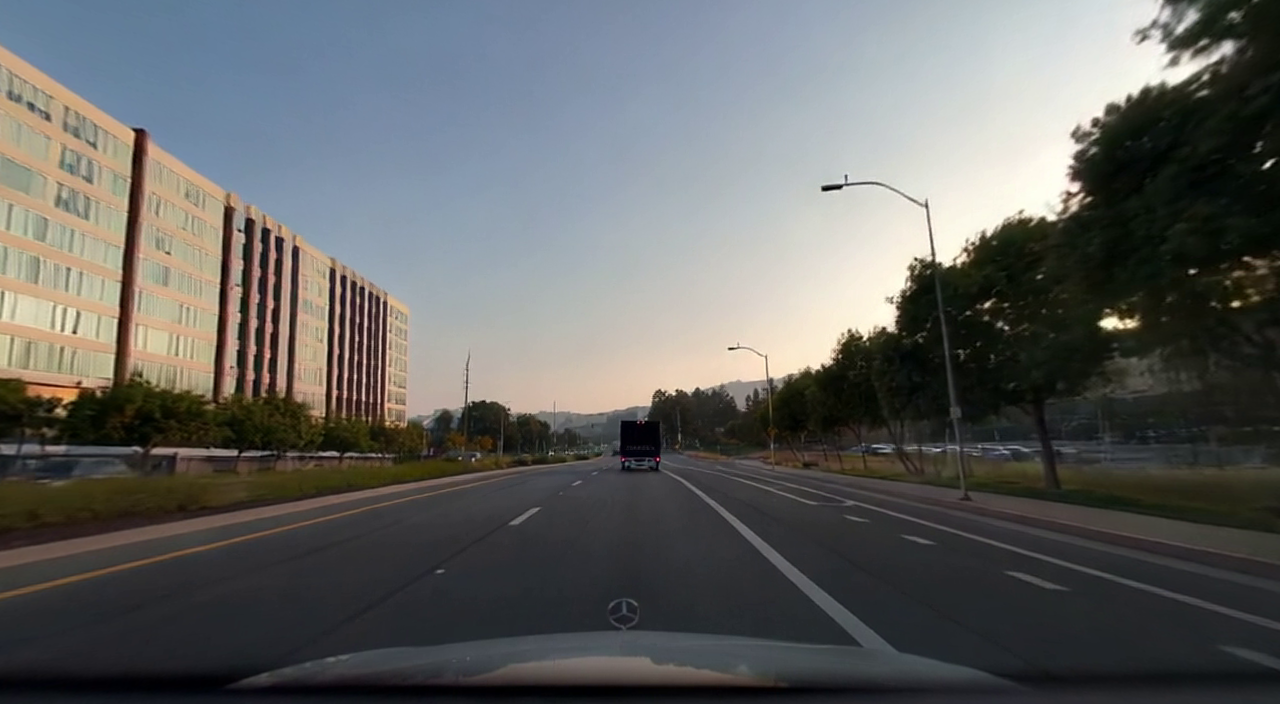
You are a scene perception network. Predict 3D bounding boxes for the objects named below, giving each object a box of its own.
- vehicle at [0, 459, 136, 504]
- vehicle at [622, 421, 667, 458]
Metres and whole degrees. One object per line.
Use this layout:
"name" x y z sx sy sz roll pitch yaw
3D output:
"vehicle" -22.977 5.176 25.598 1.797 1.585 3.957 0 -9 0
"vehicle" 0.159 4.637 33.329 2.178 1.829 4.932 0 -9 -1
